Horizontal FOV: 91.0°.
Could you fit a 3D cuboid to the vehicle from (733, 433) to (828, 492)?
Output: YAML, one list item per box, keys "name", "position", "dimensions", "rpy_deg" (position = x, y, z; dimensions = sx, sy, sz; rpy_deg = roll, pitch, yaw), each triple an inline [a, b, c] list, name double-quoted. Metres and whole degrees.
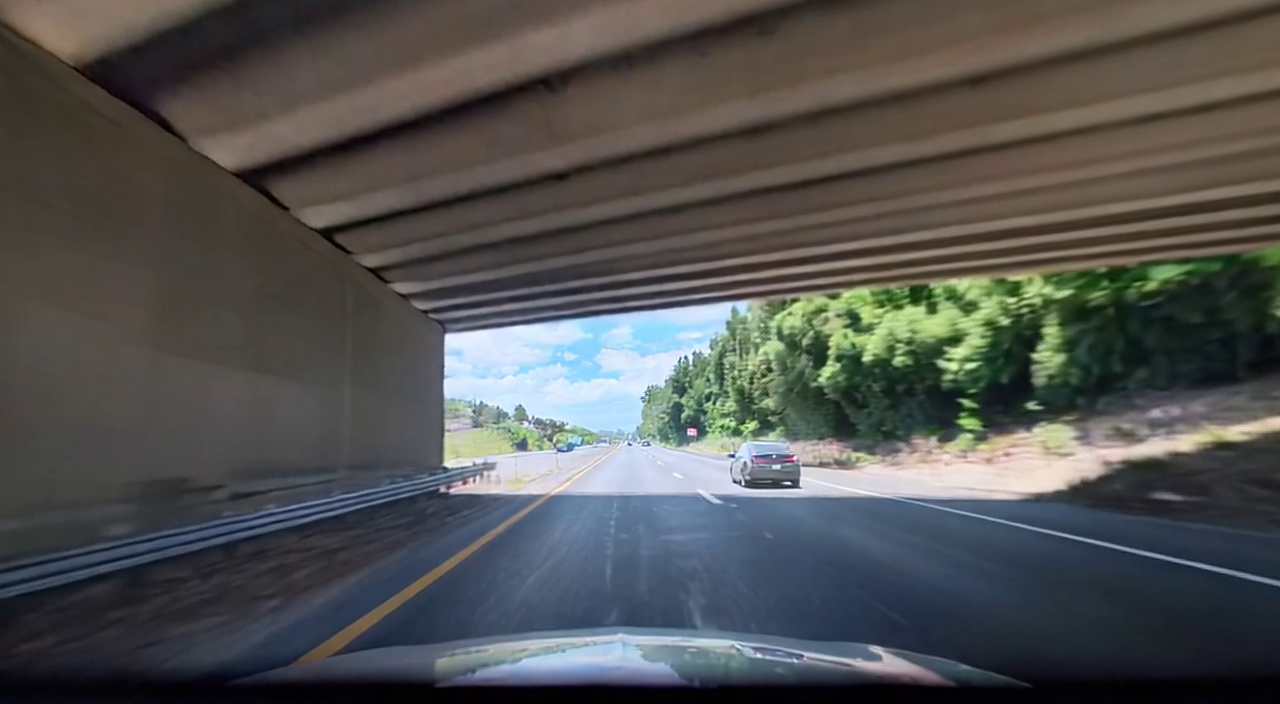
- name: "vehicle"
  position: [3.870, 3.087, 17.951]
  dimensions: [1.781, 1.470, 3.540]
  rpy_deg: [0, -8, -2]
